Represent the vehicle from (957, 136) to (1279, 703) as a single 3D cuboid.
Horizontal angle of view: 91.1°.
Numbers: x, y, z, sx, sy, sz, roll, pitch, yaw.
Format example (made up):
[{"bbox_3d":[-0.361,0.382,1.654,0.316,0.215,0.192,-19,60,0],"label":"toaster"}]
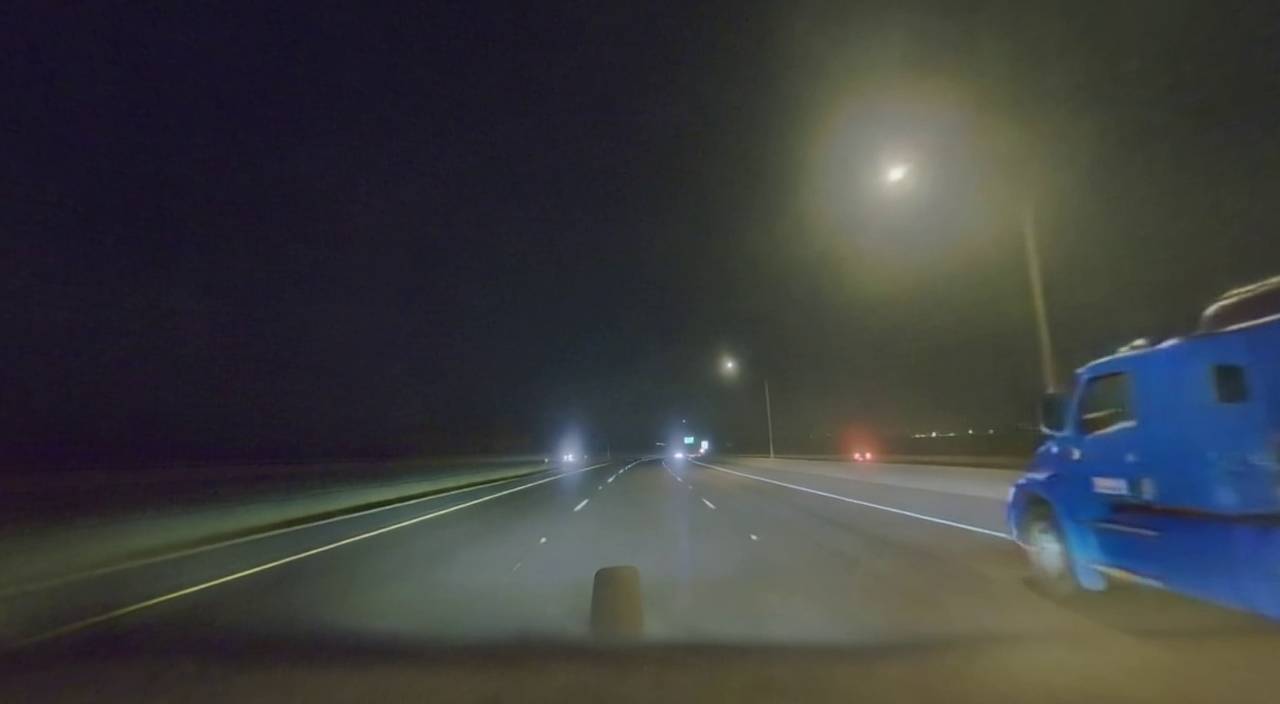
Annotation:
[{"bbox_3d":[4.152,0.205,1.717,2.436,2.701,7.451,0,-9,-2],"label":"vehicle"}]
